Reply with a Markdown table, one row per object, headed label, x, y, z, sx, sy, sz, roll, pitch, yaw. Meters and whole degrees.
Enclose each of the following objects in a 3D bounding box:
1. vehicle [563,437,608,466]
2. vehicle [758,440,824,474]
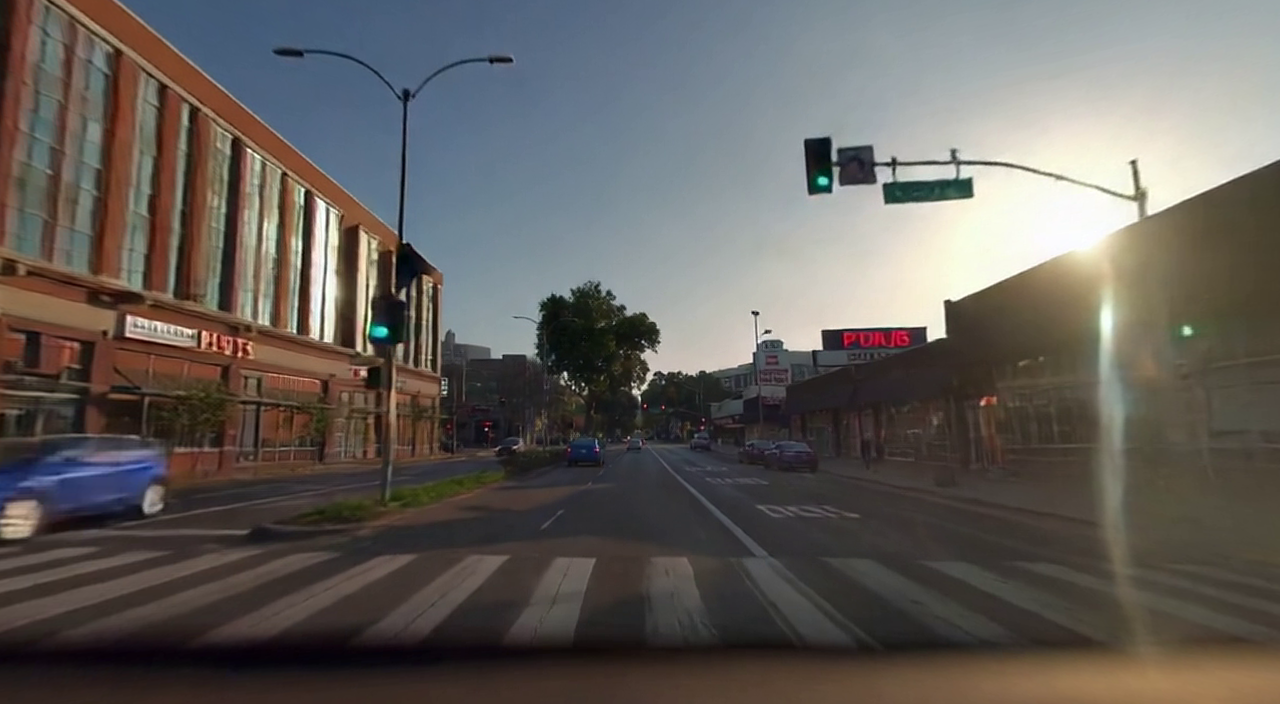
| label | x | y | z | sx | sy | sz | roll | pitch | yaw |
| --- | --- | --- | --- | --- | --- | --- | --- | --- | --- |
| vehicle | -2.921 | 5.454 | 34.549 | 2.078 | 1.471 | 4.217 | 0 | -8 | 0 |
| vehicle | 7.277 | 5.060 | 30.779 | 1.968 | 1.493 | 4.878 | 0 | -8 | -1 |
